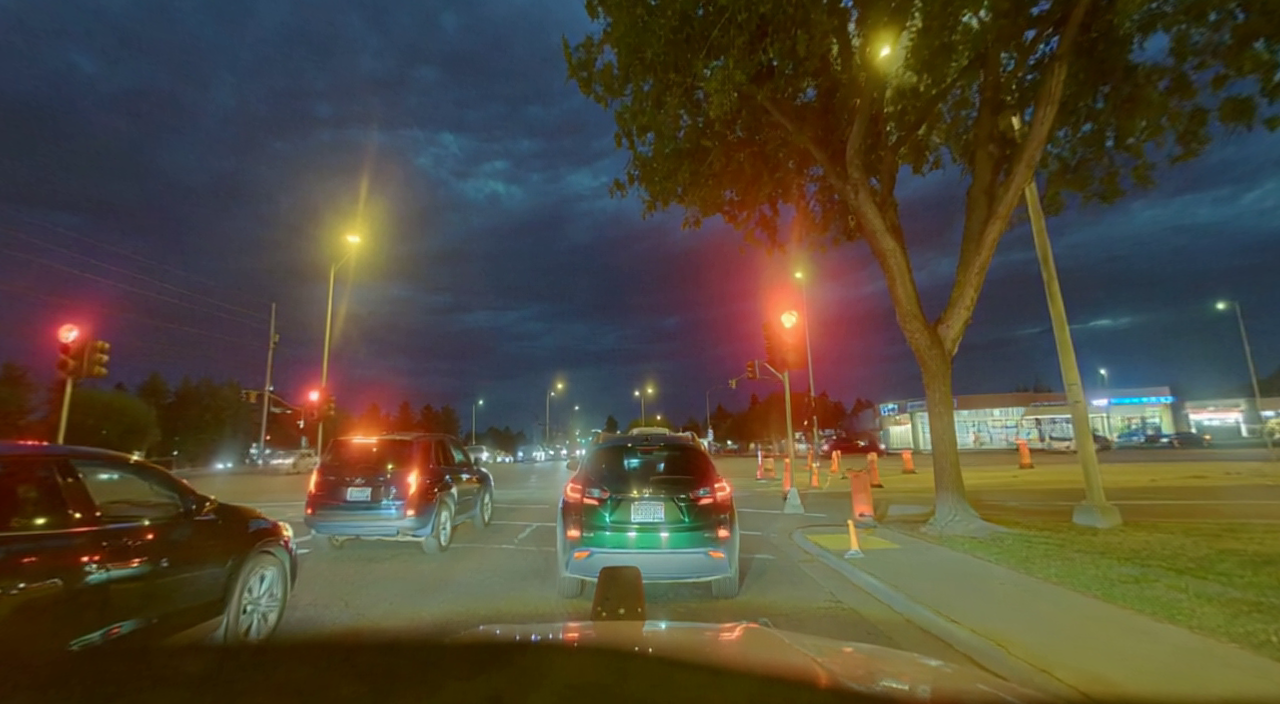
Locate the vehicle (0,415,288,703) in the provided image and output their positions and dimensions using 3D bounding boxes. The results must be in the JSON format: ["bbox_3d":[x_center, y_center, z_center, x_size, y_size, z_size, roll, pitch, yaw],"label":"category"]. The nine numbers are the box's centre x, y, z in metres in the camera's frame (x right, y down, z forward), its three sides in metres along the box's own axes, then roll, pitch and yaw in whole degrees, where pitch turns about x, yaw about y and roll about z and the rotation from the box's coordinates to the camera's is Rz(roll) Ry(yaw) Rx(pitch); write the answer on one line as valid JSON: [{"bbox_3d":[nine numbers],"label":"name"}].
[{"bbox_3d":[-3.593,0.942,2.148,1.964,1.497,4.722,0,-9,1],"label":"vehicle"}]

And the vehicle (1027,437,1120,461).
[{"bbox_3d":[28.014,6.268,40.791,4.579,1.480,1.819,0,-9,2],"label":"vehicle"}]

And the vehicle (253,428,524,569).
[{"bbox_3d":[-3.271,1.999,9.449,1.989,1.541,4.626,0,-9,2],"label":"vehicle"}]

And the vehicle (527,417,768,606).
[{"bbox_3d":[0.113,1.623,7.213,2.021,1.560,3.676,0,-9,1],"label":"vehicle"}]
